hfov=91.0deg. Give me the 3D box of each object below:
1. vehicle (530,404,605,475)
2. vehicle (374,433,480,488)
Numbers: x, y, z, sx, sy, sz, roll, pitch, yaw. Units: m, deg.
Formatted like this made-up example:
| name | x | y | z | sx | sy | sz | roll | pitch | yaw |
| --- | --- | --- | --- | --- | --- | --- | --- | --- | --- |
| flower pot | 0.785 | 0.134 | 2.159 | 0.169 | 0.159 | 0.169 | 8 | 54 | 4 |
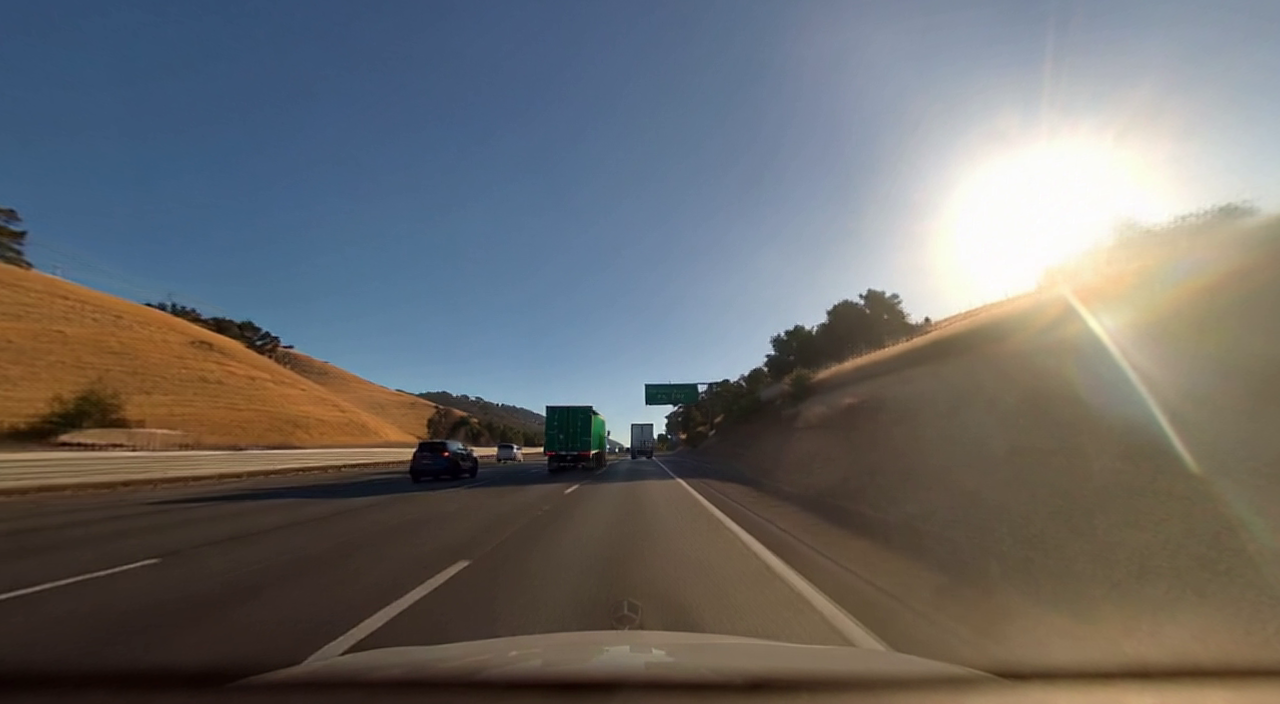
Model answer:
| name | x | y | z | sx | sy | sz | roll | pitch | yaw |
| --- | --- | --- | --- | --- | --- | --- | --- | --- | --- |
| vehicle | -3.655 | 4.892 | 34.779 | 2.789 | 3.271 | 10.894 | 1 | -9 | 0 |
| vehicle | -7.531 | 3.884 | 22.849 | 2.125 | 1.725 | 4.715 | 1 | -9 | 1 |
